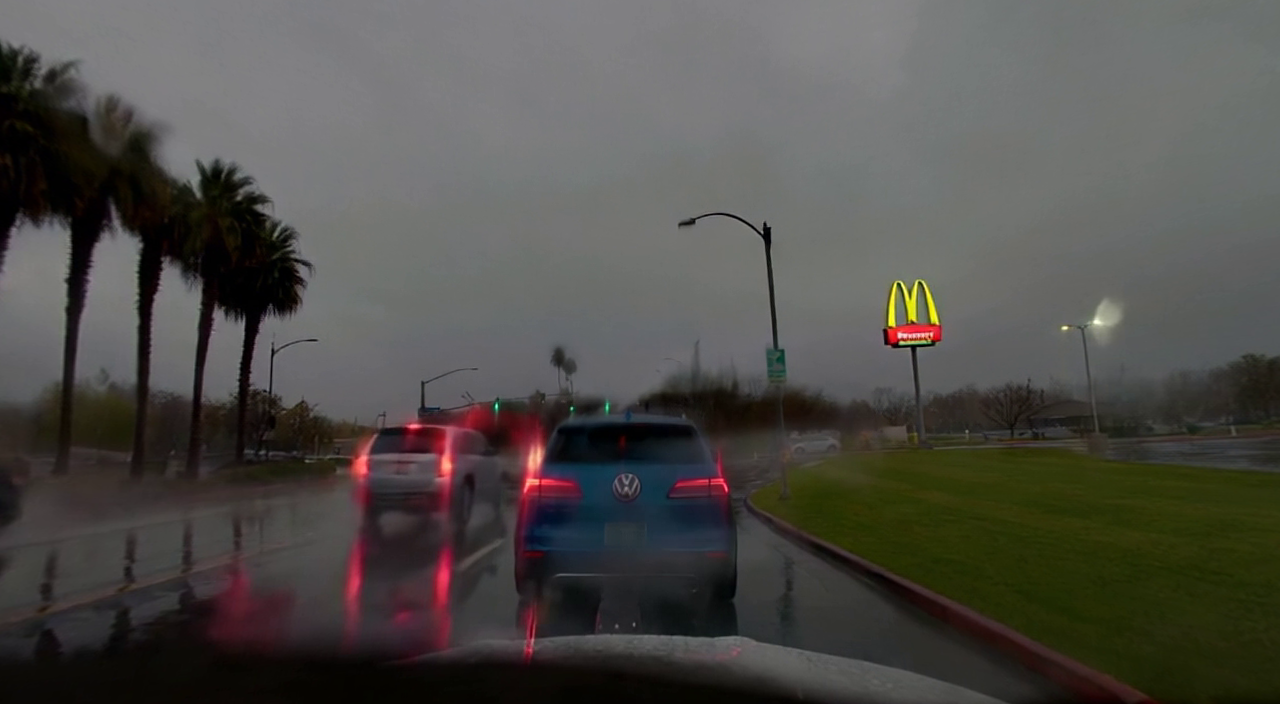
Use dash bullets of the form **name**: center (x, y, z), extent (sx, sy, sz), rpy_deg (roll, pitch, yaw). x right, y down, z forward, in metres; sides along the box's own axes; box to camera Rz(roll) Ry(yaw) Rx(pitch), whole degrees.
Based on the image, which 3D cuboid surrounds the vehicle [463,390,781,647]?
- **vehicle**: center (-0.142, 1.418, 6.322), extent (2.137, 1.728, 3.926), rpy_deg (0, -9, -1)

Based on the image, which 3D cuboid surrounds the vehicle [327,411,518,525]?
- **vehicle**: center (-4.288, 2.403, 13.615), extent (2.344, 1.980, 5.009), rpy_deg (0, -9, 0)

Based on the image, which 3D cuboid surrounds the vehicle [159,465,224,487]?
- **vehicle**: center (-33.313, 9.204, 47.022), extent (1.792, 1.439, 3.952), rpy_deg (-1, -9, 3)
